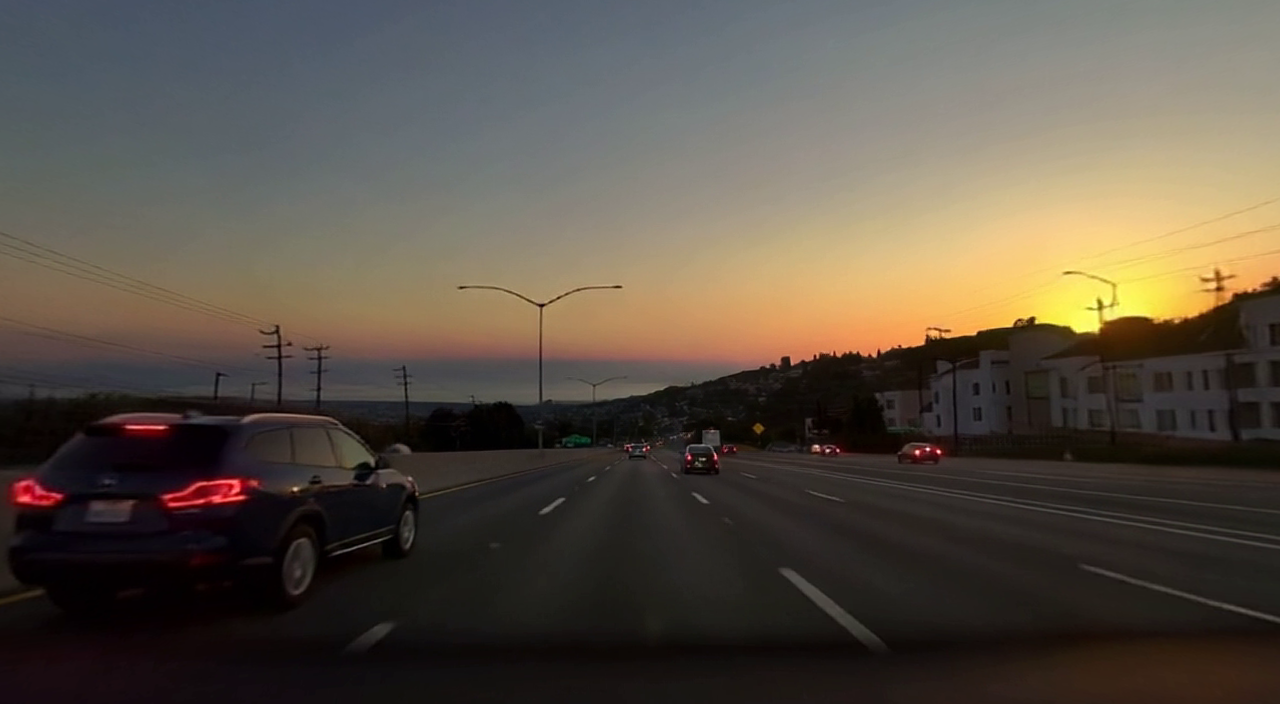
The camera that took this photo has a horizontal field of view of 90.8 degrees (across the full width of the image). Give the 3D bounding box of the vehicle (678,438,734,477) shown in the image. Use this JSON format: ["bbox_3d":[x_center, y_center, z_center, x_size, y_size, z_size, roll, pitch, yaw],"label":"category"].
[{"bbox_3d":[2.892,4.735,28.573,1.997,1.638,4.281,0,-9,-1],"label":"vehicle"}]

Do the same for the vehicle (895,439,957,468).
[{"bbox_3d":[18.606,6.642,41.370,2.070,1.782,5.006,-1,-9,4],"label":"vehicle"}]

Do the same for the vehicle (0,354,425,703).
[{"bbox_3d":[-3.563,1.187,5.011,2.099,1.682,4.590,0,-9,0],"label":"vehicle"}]
